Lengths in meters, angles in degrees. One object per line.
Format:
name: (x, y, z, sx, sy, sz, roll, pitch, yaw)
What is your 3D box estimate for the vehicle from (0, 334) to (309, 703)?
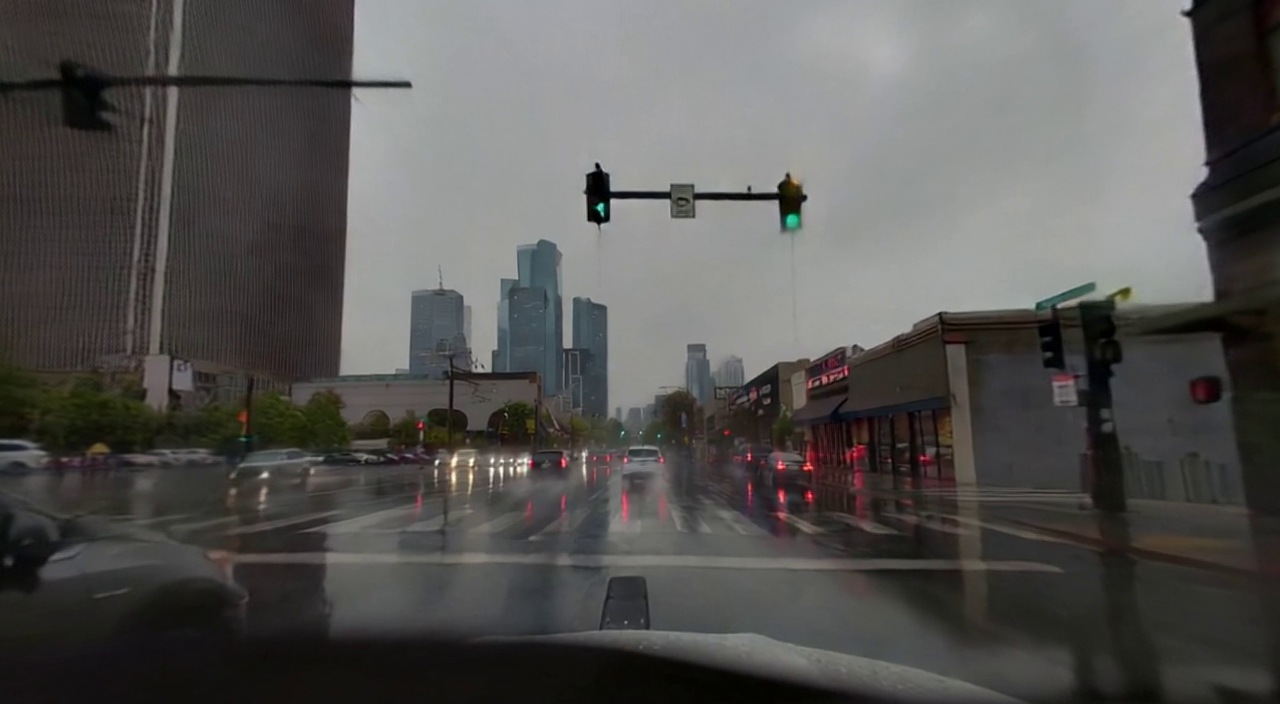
vehicle: (-2.960, 0.695, 1.334, 2.049, 1.646, 4.445, 0, -9, 1)

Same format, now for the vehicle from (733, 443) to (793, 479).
vehicle: (6.673, 5.975, 34.799, 2.159, 1.817, 5.056, 0, -9, -1)

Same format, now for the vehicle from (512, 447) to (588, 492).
vehicle: (-3.118, 4.173, 22.786, 1.950, 1.450, 4.257, -1, -9, 2)

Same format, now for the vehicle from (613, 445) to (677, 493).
vehicle: (0.195, 4.023, 22.035, 2.037, 1.484, 4.073, 0, -9, 1)

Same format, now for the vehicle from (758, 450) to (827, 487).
vehicle: (6.593, 5.077, 27.763, 1.944, 1.462, 4.406, 0, -9, 0)
